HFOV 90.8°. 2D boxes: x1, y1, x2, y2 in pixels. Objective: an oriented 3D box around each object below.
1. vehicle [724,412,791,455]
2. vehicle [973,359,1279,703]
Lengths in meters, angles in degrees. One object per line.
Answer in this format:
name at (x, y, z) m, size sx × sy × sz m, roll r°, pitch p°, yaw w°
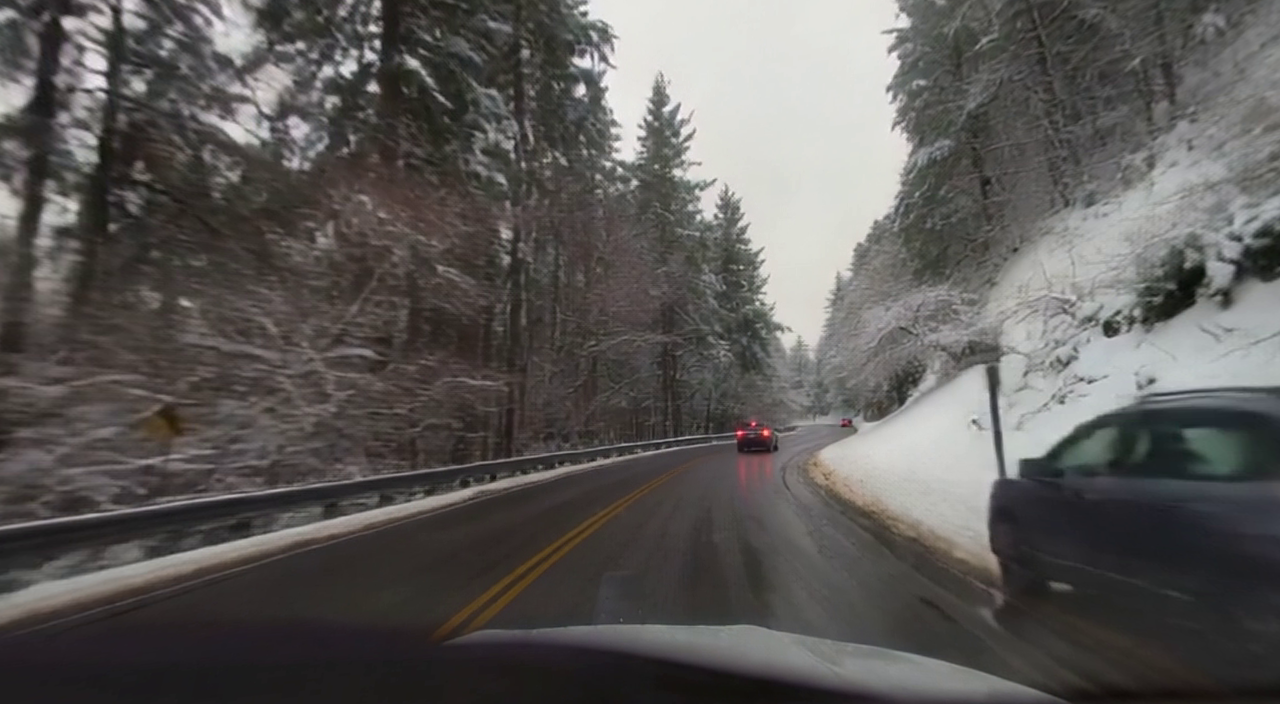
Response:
vehicle at (6.049, 4.192, 31.917) m, size 2.469 × 1.953 × 5.605 m, roll -3°, pitch -9°, yaw 19°
vehicle at (4.343, 1.094, 4.182) m, size 2.172 × 1.773 × 4.601 m, roll -1°, pitch -9°, yaw 7°
